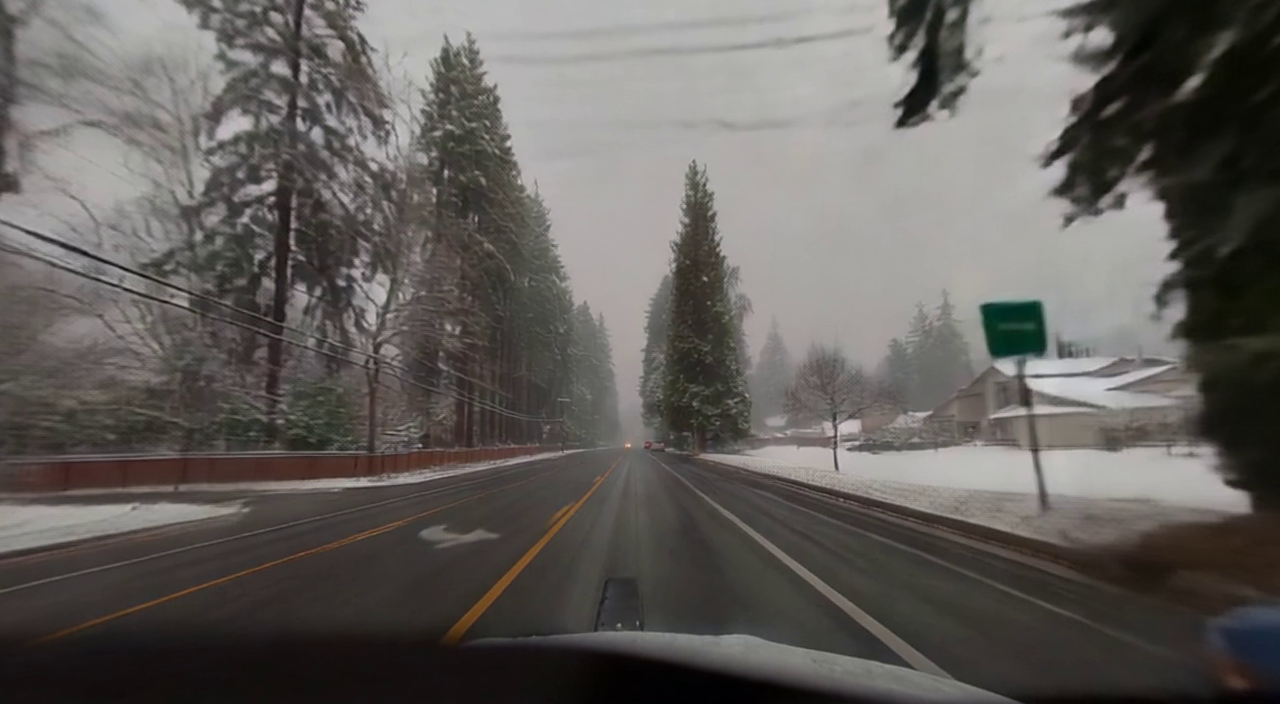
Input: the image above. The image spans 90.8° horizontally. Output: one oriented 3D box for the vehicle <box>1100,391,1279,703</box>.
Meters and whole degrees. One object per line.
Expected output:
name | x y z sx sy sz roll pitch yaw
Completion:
vehicle | 2.981 0.658 0.530 1.991 1.476 4.153 0 -8 -1
